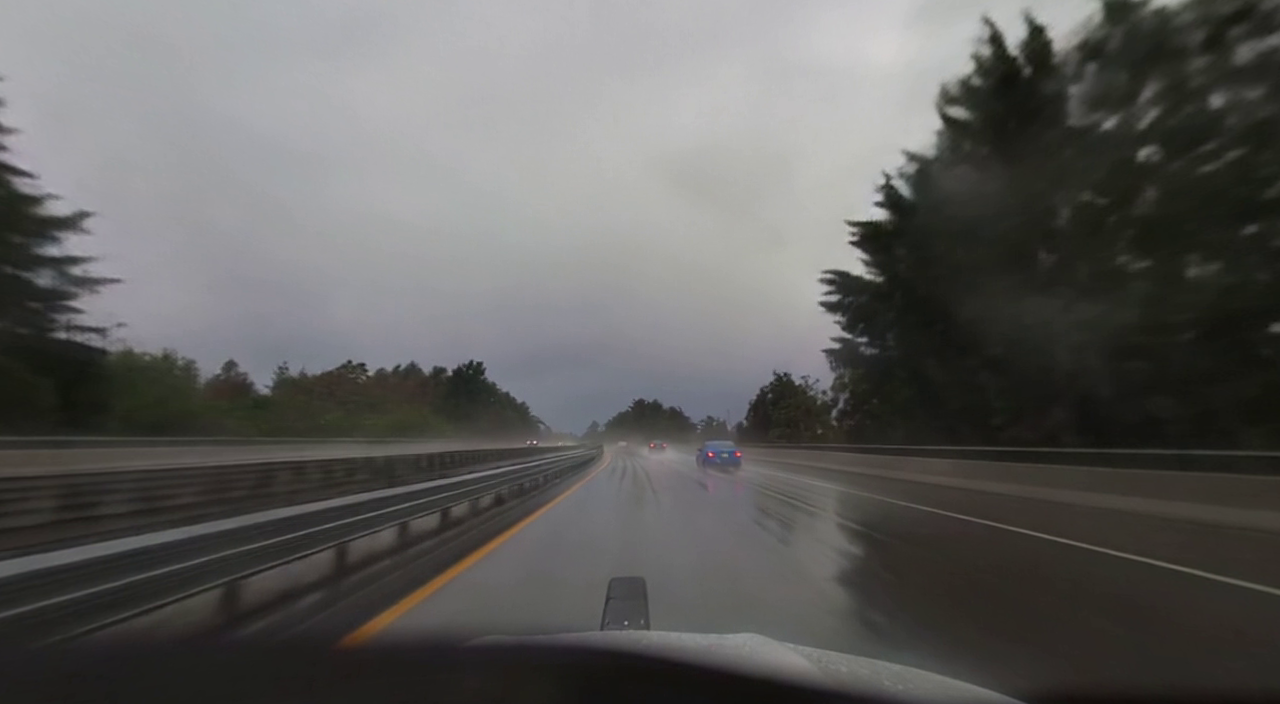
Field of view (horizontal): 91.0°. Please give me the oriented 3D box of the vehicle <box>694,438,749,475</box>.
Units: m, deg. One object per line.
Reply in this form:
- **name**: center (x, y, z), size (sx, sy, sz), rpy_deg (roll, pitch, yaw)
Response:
- **vehicle**: center (3.620, 4.726, 28.654), size (1.945, 1.538, 3.729), rpy_deg (0, -8, -1)
